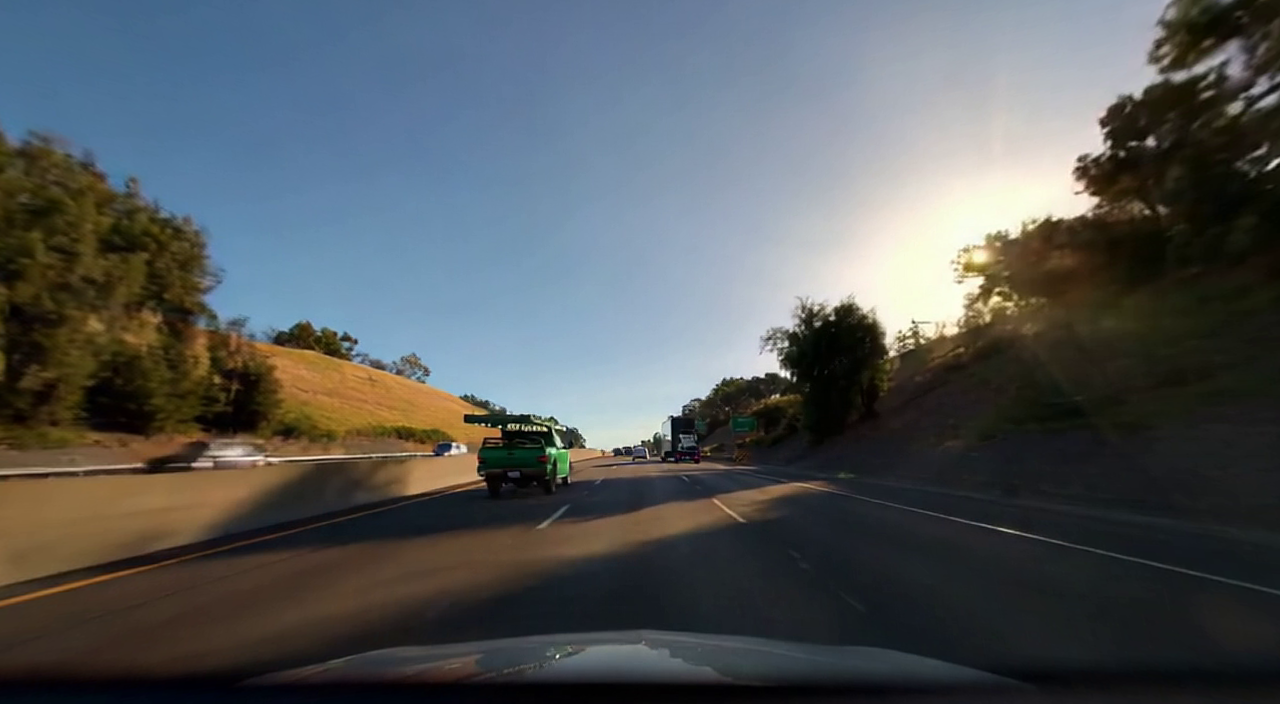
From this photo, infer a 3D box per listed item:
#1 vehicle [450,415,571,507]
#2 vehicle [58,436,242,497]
[{"bbox_3d":[-3.179,2.815,16.522,2.142,2.044,4.446,0,-9,1],"label":"vehicle"},{"bbox_3d":[-14.727,3.465,19.378,1.954,1.628,4.574,0,-9,0],"label":"vehicle"}]
